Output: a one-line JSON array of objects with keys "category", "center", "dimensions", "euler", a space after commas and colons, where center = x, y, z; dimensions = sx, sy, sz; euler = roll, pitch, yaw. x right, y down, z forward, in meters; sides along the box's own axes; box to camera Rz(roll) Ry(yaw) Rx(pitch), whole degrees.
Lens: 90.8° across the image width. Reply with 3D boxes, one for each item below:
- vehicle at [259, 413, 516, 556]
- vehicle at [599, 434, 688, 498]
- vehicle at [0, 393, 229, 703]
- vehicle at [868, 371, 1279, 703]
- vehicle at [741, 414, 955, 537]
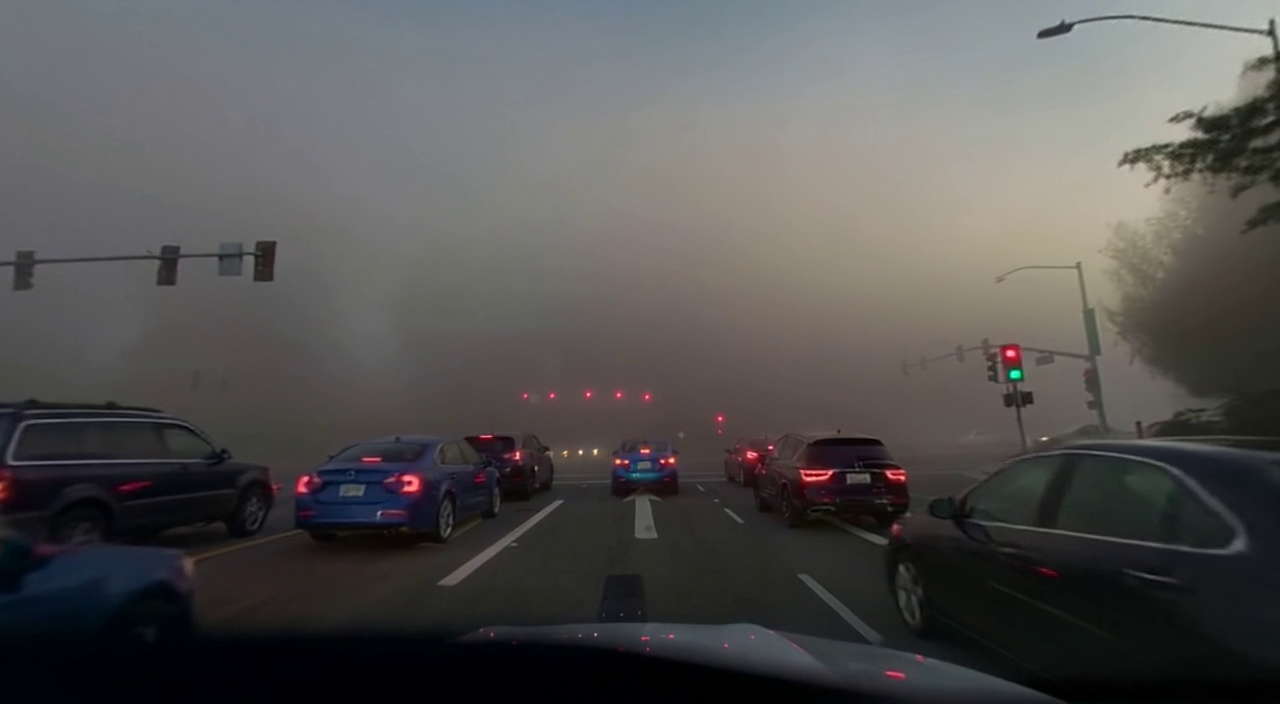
[{"category": "vehicle", "center": [-3.399, 1.891, 9.676], "dimensions": [2.034, 1.655, 4.465], "euler": [0, -9, 1]}, {"category": "vehicle", "center": [0.038, 3.019, 17.064], "dimensions": [2.114, 1.482, 4.056], "euler": [0, -9, -1]}, {"category": "vehicle", "center": [-3.230, 0.713, 0.993], "dimensions": [2.139, 1.478, 4.510], "euler": [0, -9, 0]}, {"category": "vehicle", "center": [2.796, 0.933, 2.647], "dimensions": [2.002, 1.474, 4.528], "euler": [0, -9, 0]}, {"category": "vehicle", "center": [3.249, 2.057, 11.037], "dimensions": [2.178, 1.691, 4.314], "euler": [0, -9, -1]}]
